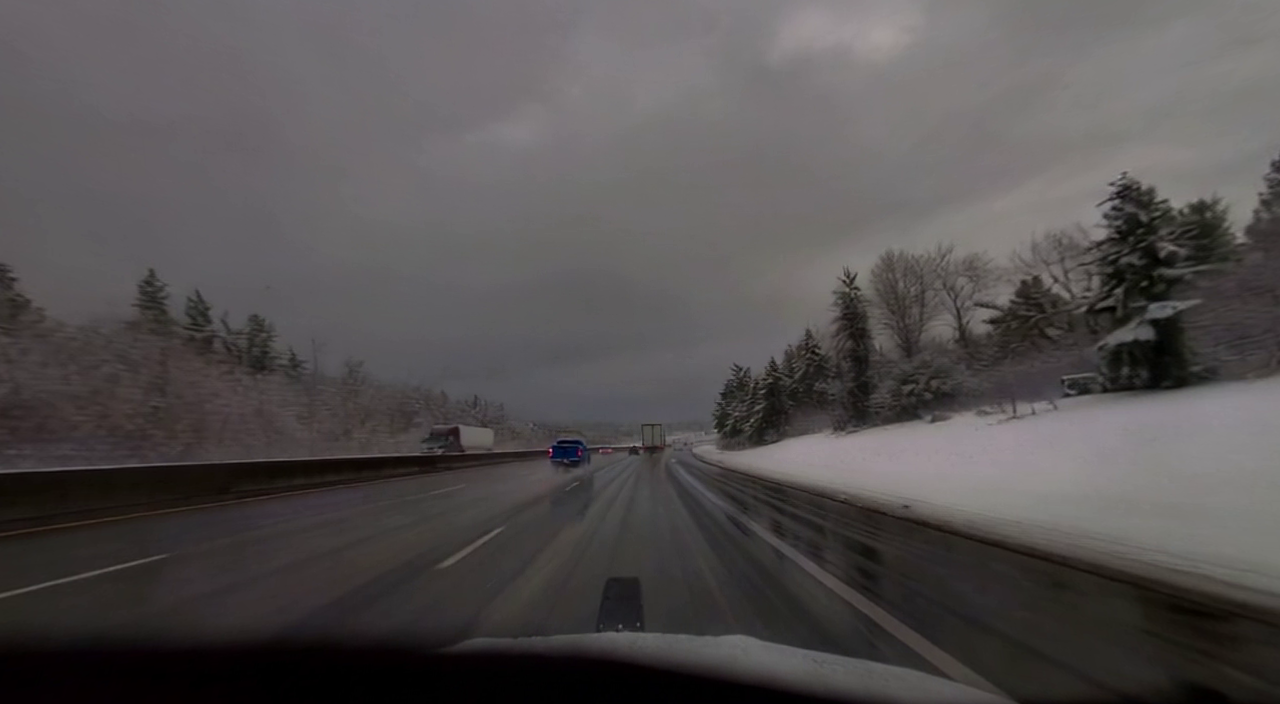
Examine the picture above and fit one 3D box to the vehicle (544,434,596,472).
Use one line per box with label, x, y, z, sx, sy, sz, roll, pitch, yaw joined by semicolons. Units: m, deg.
vehicle;-3.781;5.568;34.935;2.216;1.949;5.237;0;-9;1
